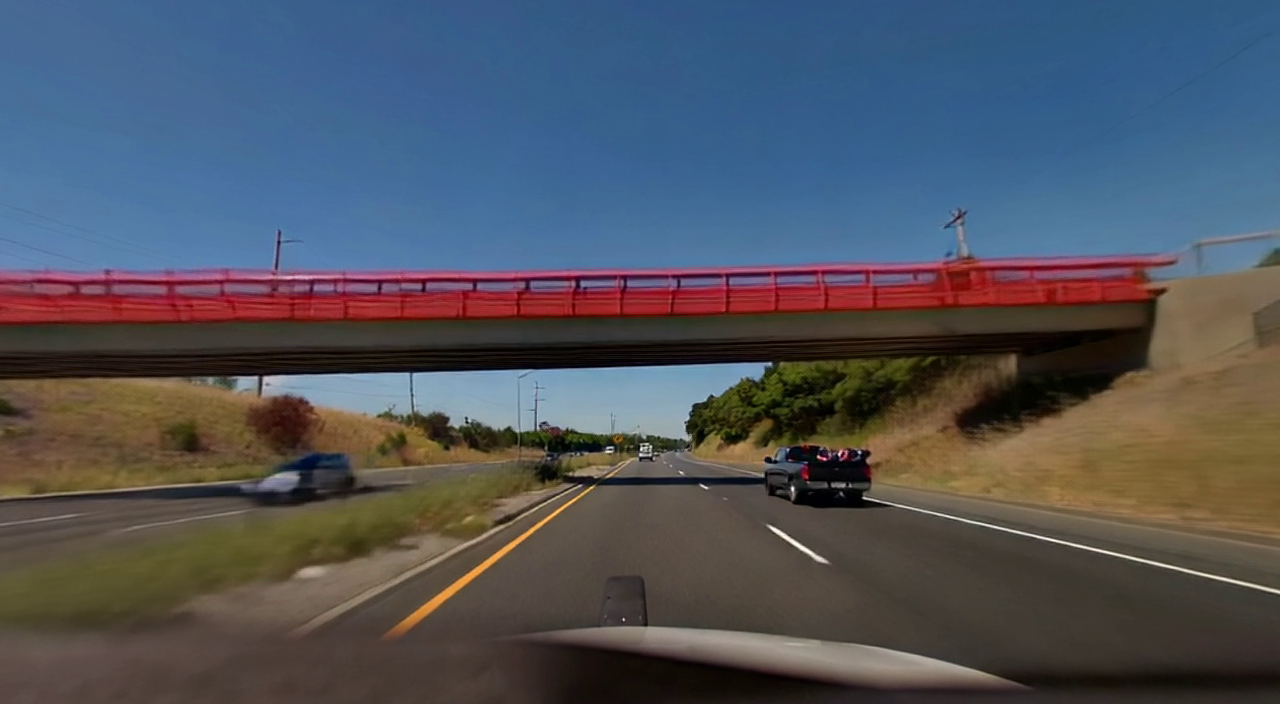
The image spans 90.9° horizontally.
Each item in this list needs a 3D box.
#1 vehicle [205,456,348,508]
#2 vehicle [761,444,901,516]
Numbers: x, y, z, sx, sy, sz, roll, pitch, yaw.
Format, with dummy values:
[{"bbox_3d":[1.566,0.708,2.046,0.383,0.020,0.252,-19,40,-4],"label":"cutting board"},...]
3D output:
[{"bbox_3d":[-12.110,4.317,21.447,2.032,1.520,4.646,0,-9,1],"label":"vehicle"},{"bbox_3d":[4.564,3.121,15.984,1.988,1.505,4.958,0,-9,0],"label":"vehicle"}]
